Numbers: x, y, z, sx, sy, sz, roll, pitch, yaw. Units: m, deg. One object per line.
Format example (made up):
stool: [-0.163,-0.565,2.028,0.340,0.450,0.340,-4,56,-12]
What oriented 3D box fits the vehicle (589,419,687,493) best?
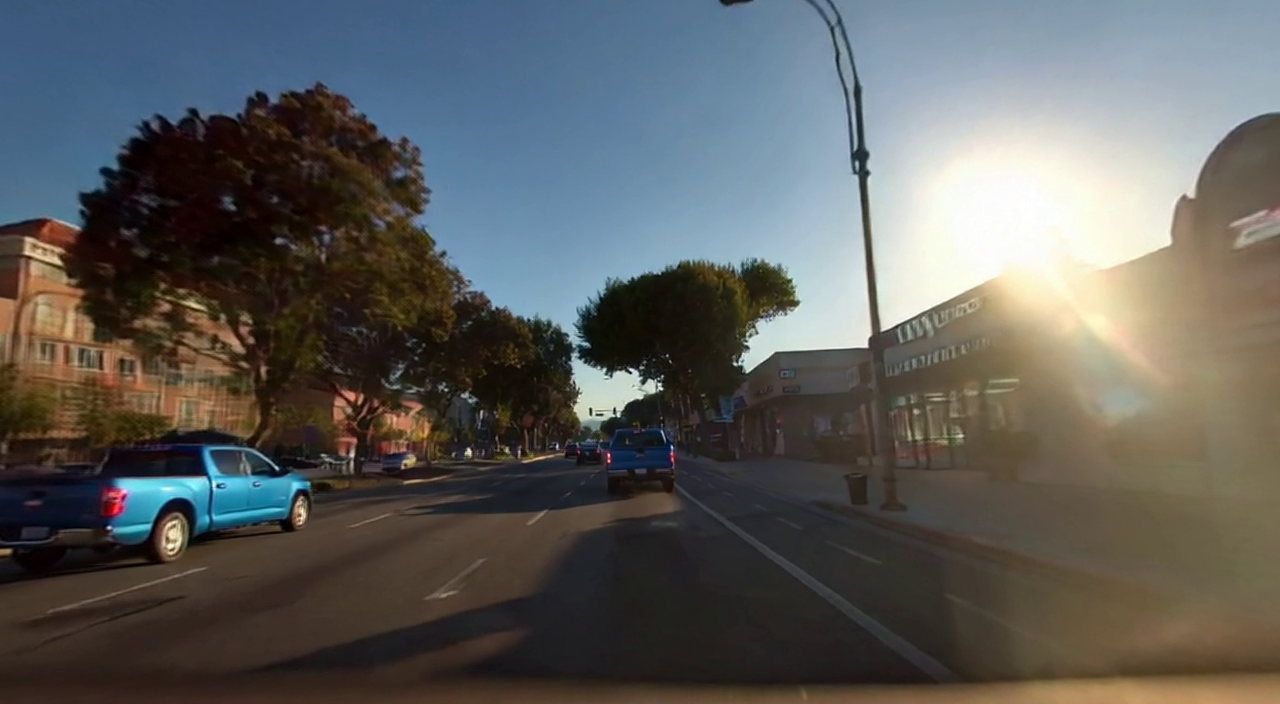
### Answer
vehicle: [-0.144,3.179,19.663,2.590,1.932,5.776,0,-8,-2]

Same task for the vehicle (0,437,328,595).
vehicle: [-6.092,1.841,8.103,1.888,1.424,4.553,0,-8,0]
